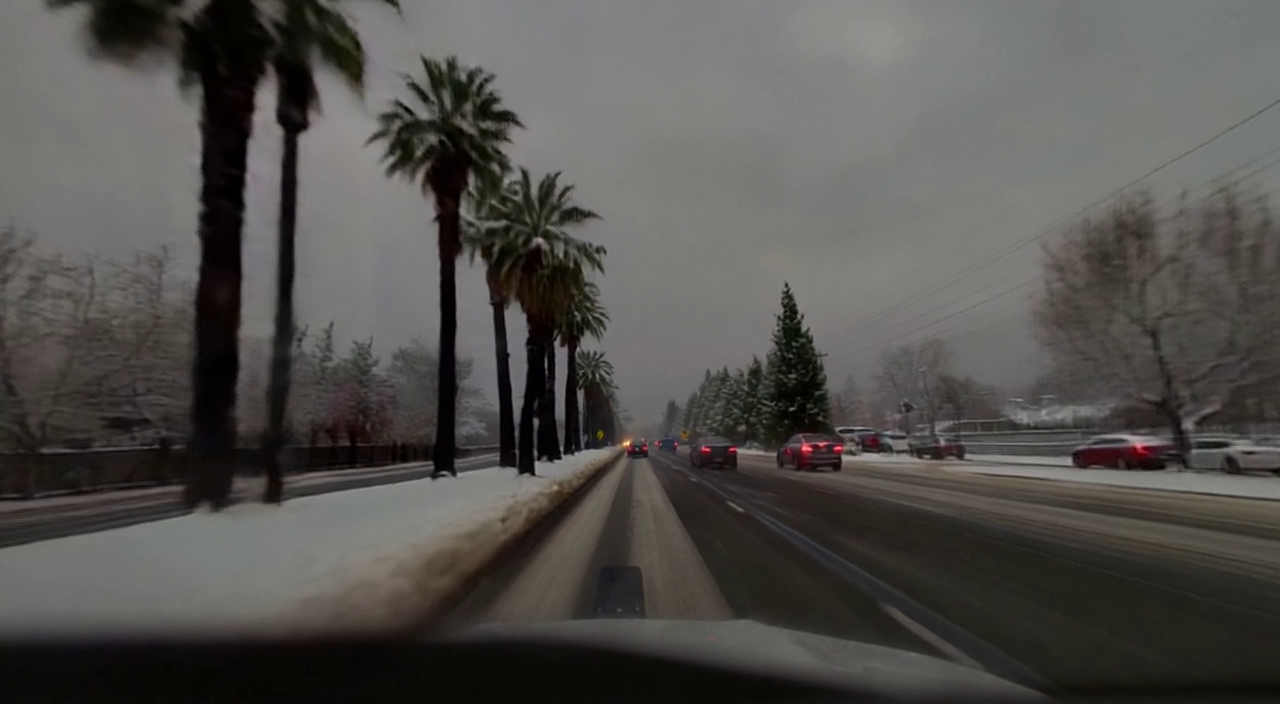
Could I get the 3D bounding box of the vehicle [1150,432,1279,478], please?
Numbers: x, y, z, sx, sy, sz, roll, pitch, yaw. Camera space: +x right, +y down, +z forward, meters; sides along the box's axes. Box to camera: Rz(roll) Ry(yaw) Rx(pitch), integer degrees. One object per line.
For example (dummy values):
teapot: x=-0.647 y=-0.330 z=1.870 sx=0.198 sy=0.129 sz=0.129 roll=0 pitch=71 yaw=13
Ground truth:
vehicle: x=21.006 y=3.621 z=22.439 sx=1.852 sy=1.448 sz=4.601 roll=0 pitch=-9 yaw=-1

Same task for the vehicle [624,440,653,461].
vehicle: x=-0.144 y=7.270 z=46.729 sx=2.031 sy=1.444 sz=4.361 roll=0 pitch=-9 yaw=-1

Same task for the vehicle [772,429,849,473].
vehicle: x=6.971 y=4.102 z=26.340 sx=1.916 sy=1.646 sz=4.258 roll=0 pitch=-9 yaw=-1

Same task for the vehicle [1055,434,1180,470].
vehicle: x=20.995 y=4.421 z=28.073 sx=1.844 sy=1.464 sz=4.546 roll=0 pitch=-9 yaw=-3

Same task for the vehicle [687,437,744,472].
vehicle: x=3.296 y=4.578 z=28.403 sx=1.875 sy=1.452 sz=4.453 roll=0 pitch=-9 yaw=-2

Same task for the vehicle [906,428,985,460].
vehicle: x=20.867 y=6.340 z=43.568 sx=2.304 sy=2.044 sz=5.894 roll=0 pitch=-9 yaw=-2
